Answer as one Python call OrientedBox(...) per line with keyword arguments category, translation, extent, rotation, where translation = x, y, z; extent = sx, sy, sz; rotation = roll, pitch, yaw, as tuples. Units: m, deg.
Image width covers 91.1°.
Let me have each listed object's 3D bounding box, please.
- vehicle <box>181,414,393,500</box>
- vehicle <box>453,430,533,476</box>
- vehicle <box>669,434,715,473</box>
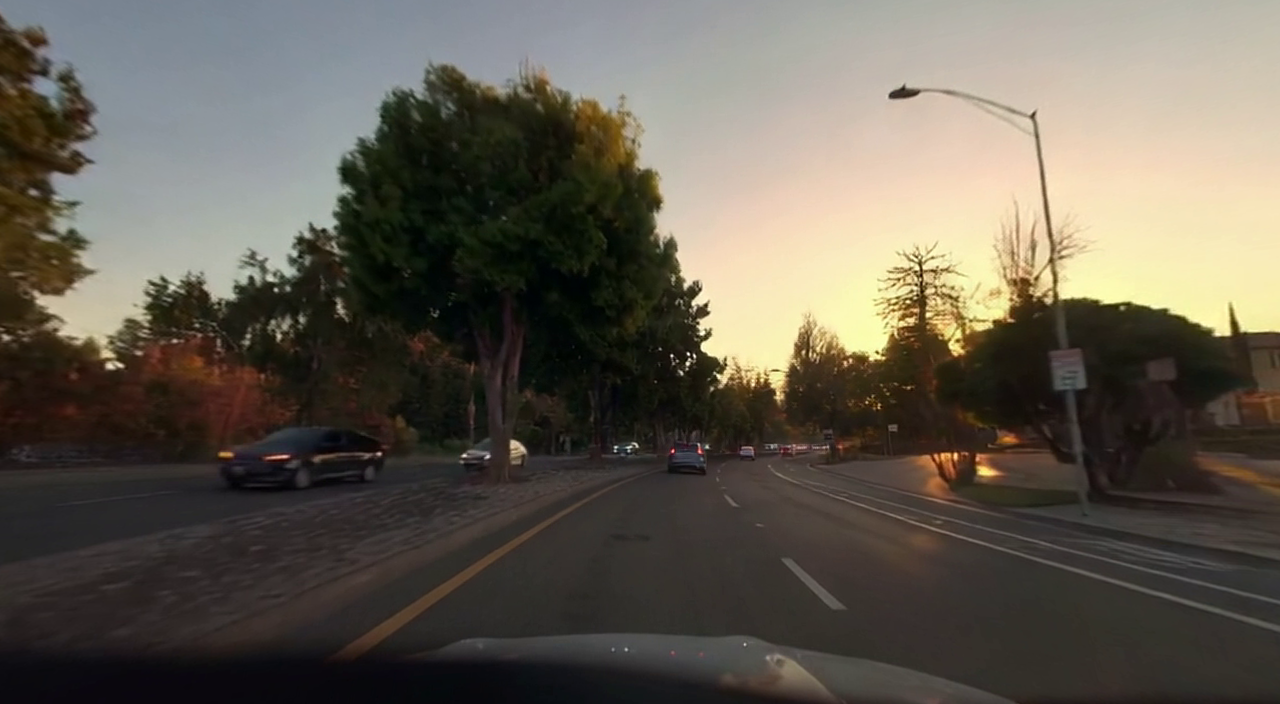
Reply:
OrientedBox(category="vehicle", translation=(-8.619, 2.634, 16.061), extent=(2.331, 1.838, 4.865), rotation=(-1, -8, 4))
OrientedBox(category="vehicle", translation=(-6.489, 4.532, 28.392), extent=(1.975, 1.853, 4.600), rotation=(-1, -9, 8))
OrientedBox(category="vehicle", translation=(2.924, 5.526, 34.410), extent=(2.072, 2.002, 4.391), rotation=(-1, -9, 10))
